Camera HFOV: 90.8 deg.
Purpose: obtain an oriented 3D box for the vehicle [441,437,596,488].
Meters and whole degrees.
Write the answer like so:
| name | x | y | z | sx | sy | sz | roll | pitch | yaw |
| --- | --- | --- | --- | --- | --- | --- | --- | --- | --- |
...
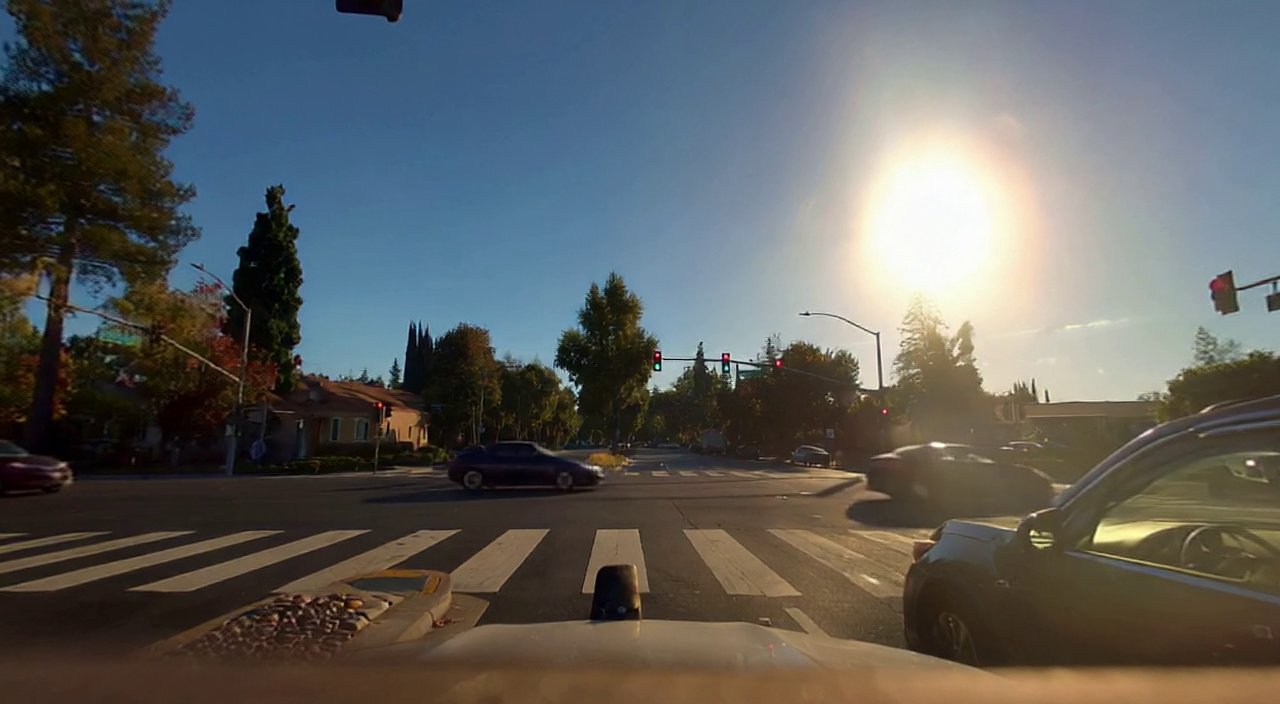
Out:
| name | x | y | z | sx | sy | sz | roll | pitch | yaw |
| --- | --- | --- | --- | --- | --- | --- | --- | --- | --- |
| vehicle | -3.738 | 3.490 | 20.111 | 4.537 | 1.501 | 1.950 | 0 | -9 | -1 |

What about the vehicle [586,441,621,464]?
| name | x | y | z | sx | sy | sz | roll | pitch | yaw |
| --- | --- | --- | --- | --- | --- | --- | --- | --- | --- |
| vehicle | -2.392 | 6.712 | 42.263 | 2.046 | 1.491 | 4.118 | 0 | -9 | 1 |

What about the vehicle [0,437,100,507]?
| name | x | y | z | sx | sy | sz | roll | pitch | yaw |
| --- | --- | --- | --- | --- | --- | --- | --- | --- | --- |
| vehicle | -17.226 | 3.078 | 16.481 | 4.332 | 1.682 | 2.025 | 0 | -9 | -1 |

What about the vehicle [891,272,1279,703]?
| name | x | y | z | sx | sy | sz | roll | pitch | yaw |
| --- | --- | --- | --- | --- | --- | --- | --- | --- | --- |
| vehicle | 2.715 | 0.712 | 1.718 | 2.085 | 1.800 | 4.908 | 0 | -9 | 1 |
